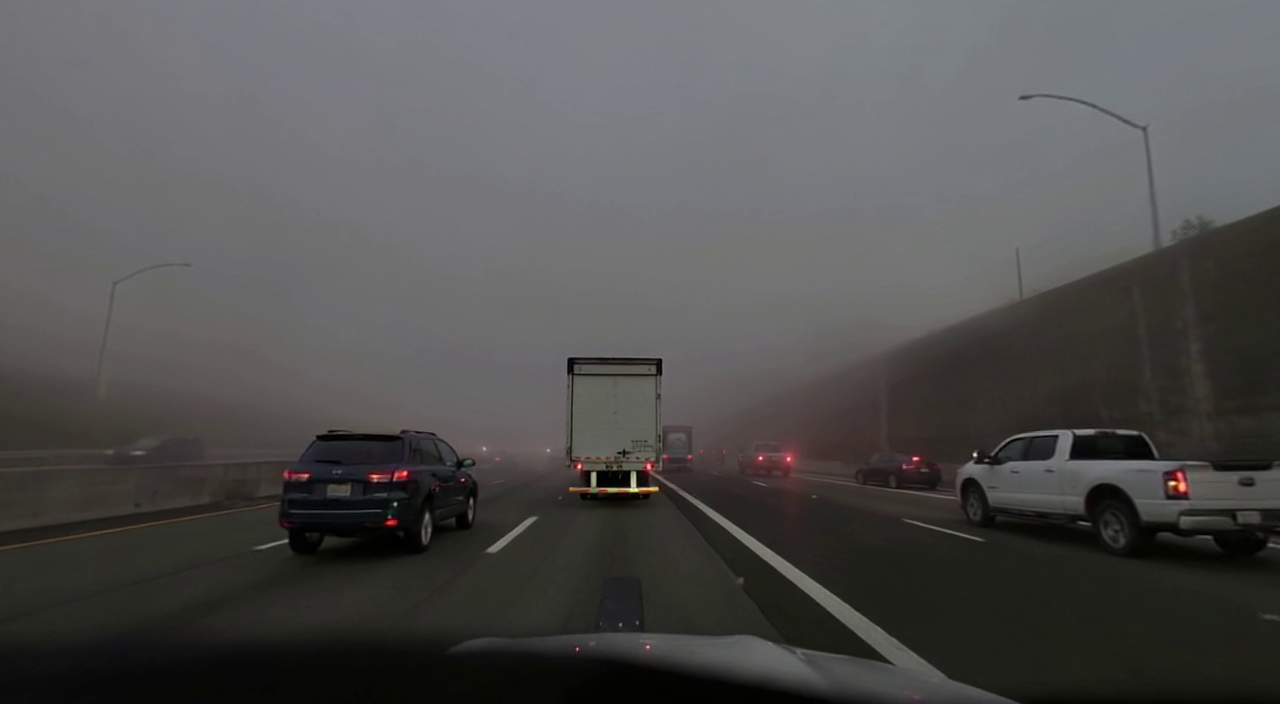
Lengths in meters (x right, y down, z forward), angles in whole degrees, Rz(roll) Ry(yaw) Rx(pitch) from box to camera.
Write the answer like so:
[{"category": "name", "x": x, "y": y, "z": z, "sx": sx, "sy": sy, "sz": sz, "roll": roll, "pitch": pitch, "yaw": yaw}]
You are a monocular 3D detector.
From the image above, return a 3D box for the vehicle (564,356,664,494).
[{"category": "vehicle", "x": -0.774, "y": 2.938, "z": 24.018, "sx": 2.906, "sy": 4.040, "sz": 10.743, "roll": 0, "pitch": -9, "yaw": 0}]

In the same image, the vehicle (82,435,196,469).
[{"category": "vehicle", "x": -23.451, "y": 4.708, "z": 29.830, "sx": 1.786, "sy": 1.487, "sz": 4.495, "roll": 0, "pitch": -9, "yaw": -1}]

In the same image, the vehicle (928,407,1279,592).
[{"category": "vehicle", "x": 6.271, "y": 1.774, "z": 8.575, "sx": 2.188, "sy": 1.731, "sz": 5.031, "roll": 0, "pitch": -9, "yaw": -2}]

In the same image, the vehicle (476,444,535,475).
[{"category": "vehicle", "x": -6.994, "y": 5.638, "z": 33.358, "sx": 1.973, "sy": 1.471, "sz": 4.779, "roll": -1, "pitch": -9, "yaw": 2}]

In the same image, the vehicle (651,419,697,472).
[{"category": "vehicle", "x": 2.321, "y": 6.895, "z": 46.448, "sx": 2.669, "sy": 3.491, "sz": 8.645, "roll": 0, "pitch": -9, "yaw": -2}]

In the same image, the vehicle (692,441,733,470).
[{"category": "vehicle", "x": 5.508, "y": 7.985, "z": 48.823, "sx": 2.297, "sy": 2.116, "sz": 5.052, "roll": 0, "pitch": -9, "yaw": -3}]

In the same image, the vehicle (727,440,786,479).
[{"category": "vehicle", "x": 6.114, "y": 5.712, "z": 33.781, "sx": 2.070, "sy": 1.888, "sz": 4.546, "roll": 0, "pitch": -9, "yaw": -2}]

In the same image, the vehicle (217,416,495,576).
[{"category": "vehicle", "x": -3.433, "y": 1.807, "z": 8.696, "sx": 1.946, "sy": 1.641, "sz": 4.105, "roll": 0, "pitch": -9, "yaw": -1}]
